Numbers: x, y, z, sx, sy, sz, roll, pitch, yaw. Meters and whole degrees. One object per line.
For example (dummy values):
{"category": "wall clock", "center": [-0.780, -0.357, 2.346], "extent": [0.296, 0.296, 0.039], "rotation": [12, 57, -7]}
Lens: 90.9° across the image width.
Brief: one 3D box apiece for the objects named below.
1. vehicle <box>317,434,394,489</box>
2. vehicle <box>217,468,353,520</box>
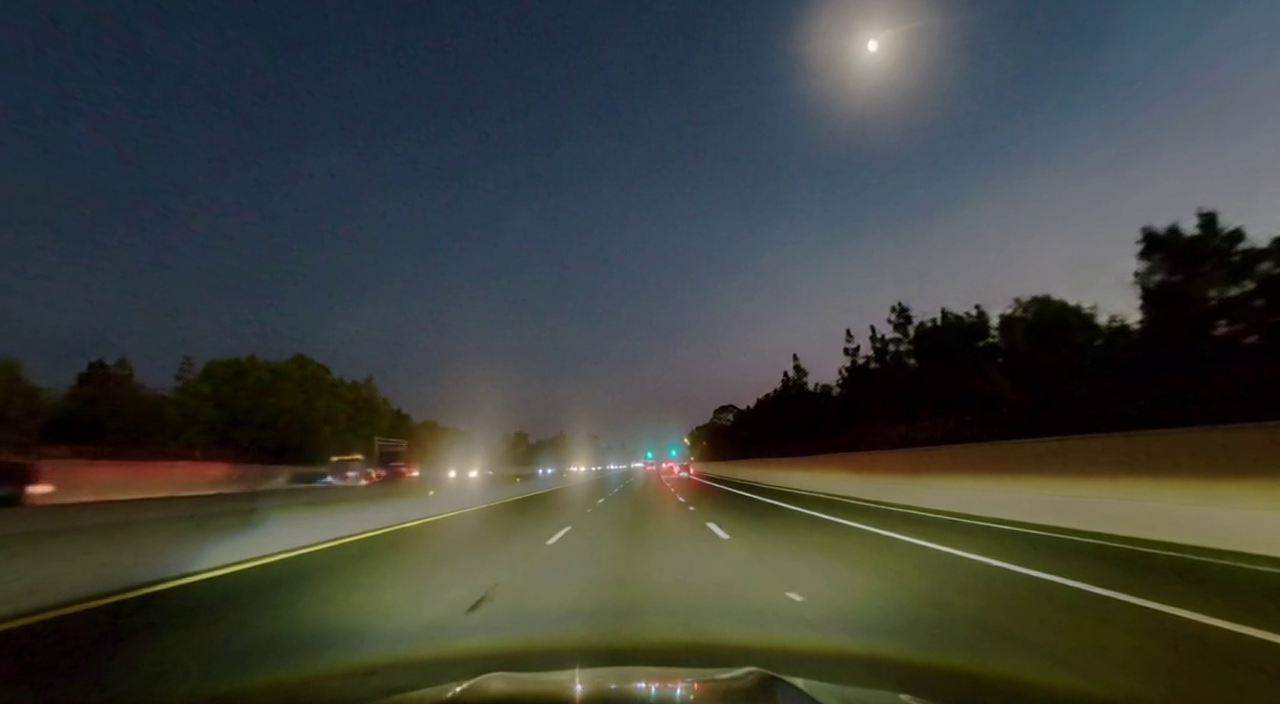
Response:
{"category": "vehicle", "center": [-21.540, 8.357, 48.047], "extent": [2.867, 3.883, 5.784], "rotation": [1, -10, 1]}
{"category": "vehicle", "center": [-10.889, 4.369, 19.715], "extent": [1.902, 1.395, 4.007], "rotation": [1, -10, 0]}
